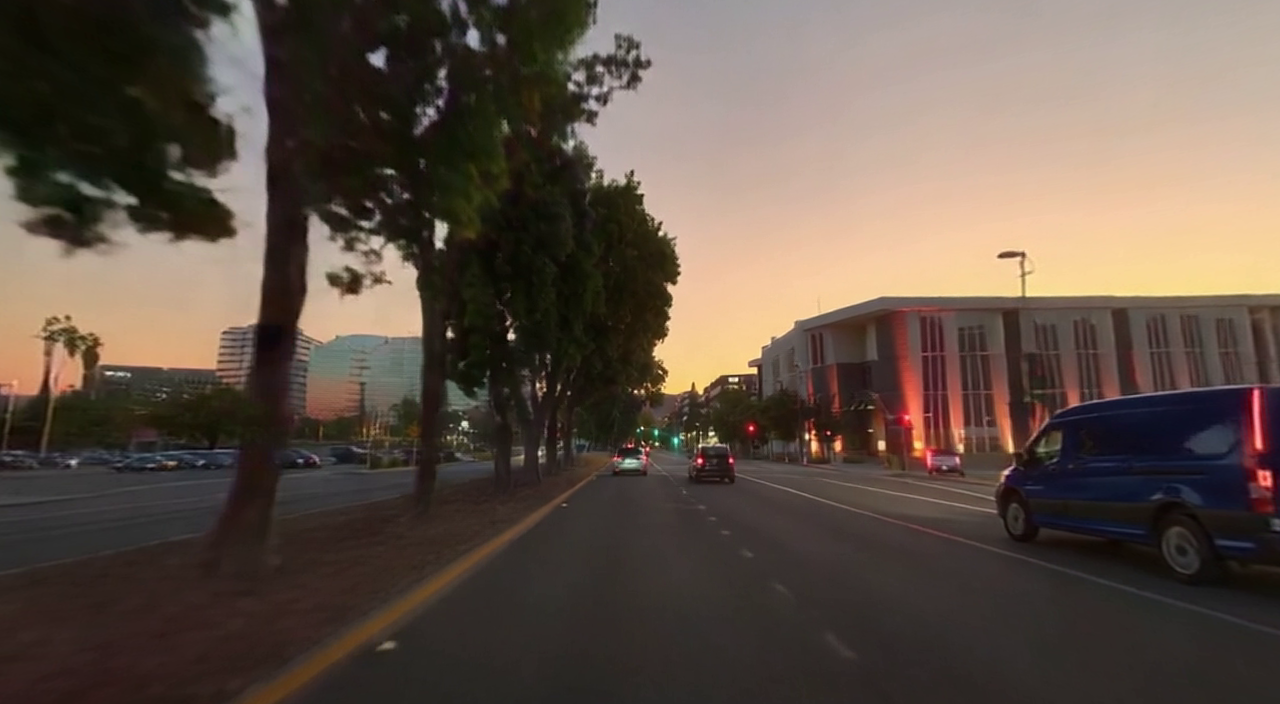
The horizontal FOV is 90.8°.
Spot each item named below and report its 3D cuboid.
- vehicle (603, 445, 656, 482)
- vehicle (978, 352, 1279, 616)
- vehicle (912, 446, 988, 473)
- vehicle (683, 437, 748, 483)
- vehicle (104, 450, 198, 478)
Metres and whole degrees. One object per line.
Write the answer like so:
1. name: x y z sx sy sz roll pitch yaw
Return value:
1. vehicle: -0.454 4.733 27.197 2.095 1.456 3.873 0 -9 -1
2. vehicle: 6.493 1.315 6.791 2.573 2.127 5.568 0 -9 0
3. vehicle: 18.408 6.371 37.783 2.017 1.466 4.733 0 -9 -2
4. vehicle: 3.054 4.477 26.451 2.047 1.711 4.265 0 -9 -2
5. vehicle: -29.029 6.642 37.715 1.877 1.455 4.629 -1 -8 0
